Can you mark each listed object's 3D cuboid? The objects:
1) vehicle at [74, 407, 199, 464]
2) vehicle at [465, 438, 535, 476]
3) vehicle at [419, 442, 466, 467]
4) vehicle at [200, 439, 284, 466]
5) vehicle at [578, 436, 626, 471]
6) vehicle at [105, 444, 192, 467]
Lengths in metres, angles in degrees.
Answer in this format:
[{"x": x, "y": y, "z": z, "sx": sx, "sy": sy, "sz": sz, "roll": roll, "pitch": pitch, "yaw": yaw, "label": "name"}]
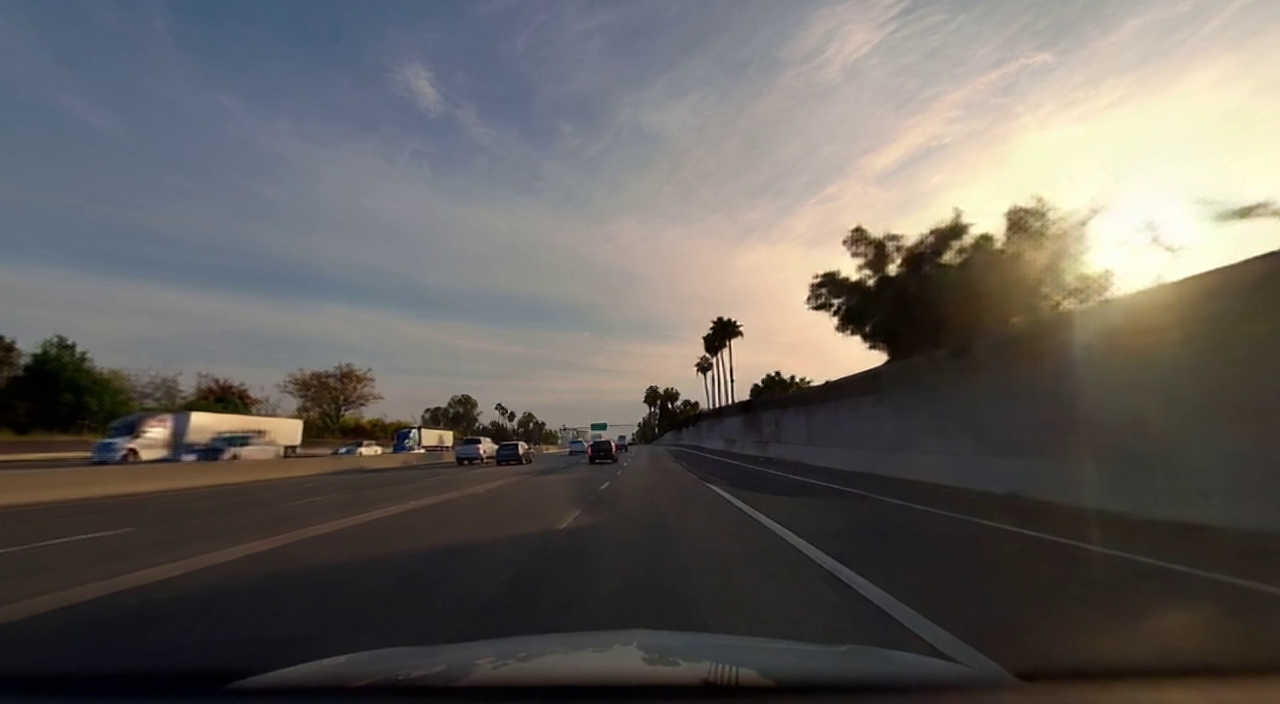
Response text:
[{"x": -36.591, "y": 6.165, "z": 46.338, "sx": 3.004, "sy": 3.870, "sz": 6.956, "roll": 0, "pitch": -8, "yaw": 3, "label": "vehicle"}, {"x": -6.628, "y": 5.003, "z": 30.423, "sx": 2.204, "sy": 1.677, "sz": 4.438, "roll": 0, "pitch": -8, "yaw": 2, "label": "vehicle"}, {"x": -13.987, "y": 7.264, "z": 45.064, "sx": 1.836, "sy": 1.662, "sz": 4.317, "roll": 0, "pitch": -8, "yaw": 2, "label": "vehicle"}, {"x": -23.790, "y": 6.005, "z": 37.992, "sx": 1.940, "sy": 1.494, "sz": 4.599, "roll": 0, "pitch": -8, "yaw": 2, "label": "vehicle"}, {"x": -1.905, "y": 5.262, "z": 32.962, "sx": 2.201, "sy": 1.672, "sz": 4.128, "roll": 0, "pitch": -8, "yaw": 1, "label": "vehicle"}, {"x": -32.750, "y": 6.899, "z": 42.289, "sx": 1.826, "sy": 1.483, "sz": 4.797, "roll": -1, "pitch": -8, "yaw": 3, "label": "vehicle"}]
